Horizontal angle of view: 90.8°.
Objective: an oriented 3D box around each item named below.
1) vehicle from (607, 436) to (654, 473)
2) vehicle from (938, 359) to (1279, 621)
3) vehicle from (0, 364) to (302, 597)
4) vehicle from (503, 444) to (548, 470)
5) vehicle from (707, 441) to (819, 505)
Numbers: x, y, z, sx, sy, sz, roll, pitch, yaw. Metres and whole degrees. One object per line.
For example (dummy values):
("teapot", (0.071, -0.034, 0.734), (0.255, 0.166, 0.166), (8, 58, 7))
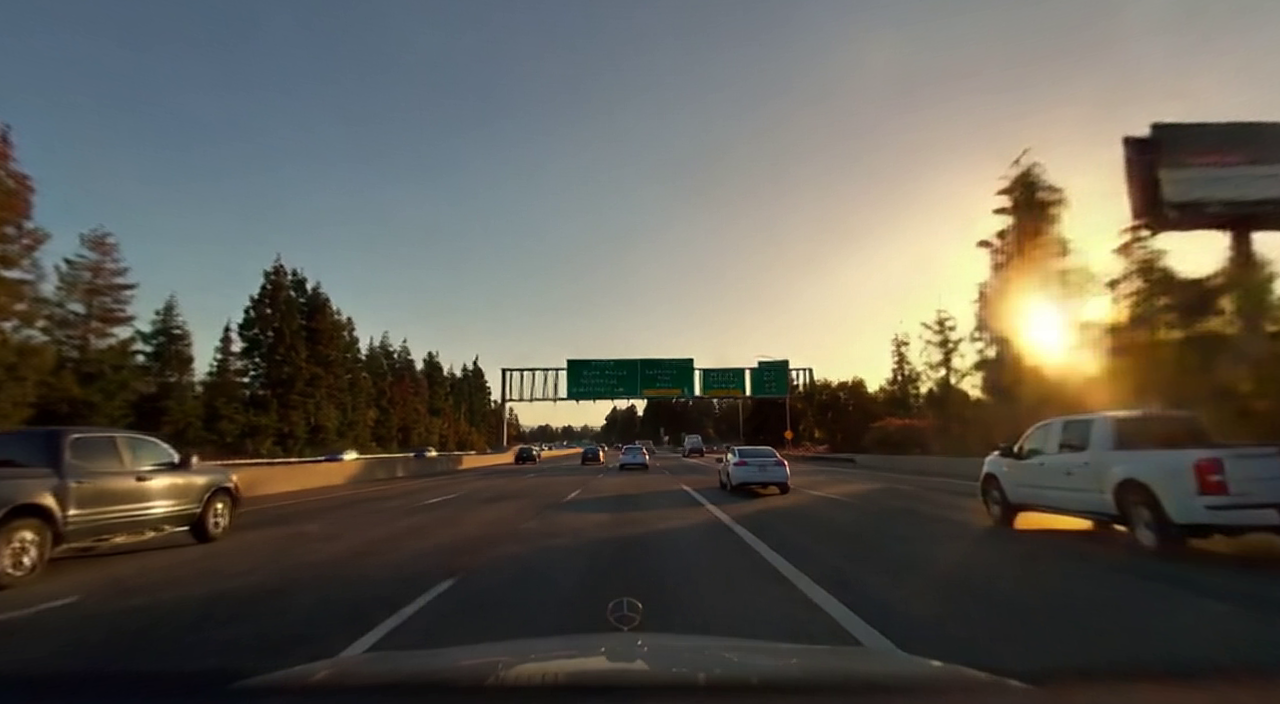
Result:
("vehicle", (-0.474, 5.430, 33.618), (2.323, 1.805, 4.729), (0, -8, -1))
("vehicle", (5.996, 1.318, 6.690), (2.635, 1.919, 5.907), (0, -8, -2))
("vehicle", (-6.805, 1.383, 7.270), (2.444, 2.012, 6.122), (0, -8, 0))
("vehicle", (-6.869, 6.350, 38.390), (1.920, 1.482, 4.385), (0, -8, 0))
("vehicle", (3.065, 3.115, 16.752), (2.011, 1.462, 4.286), (0, -8, -1))
